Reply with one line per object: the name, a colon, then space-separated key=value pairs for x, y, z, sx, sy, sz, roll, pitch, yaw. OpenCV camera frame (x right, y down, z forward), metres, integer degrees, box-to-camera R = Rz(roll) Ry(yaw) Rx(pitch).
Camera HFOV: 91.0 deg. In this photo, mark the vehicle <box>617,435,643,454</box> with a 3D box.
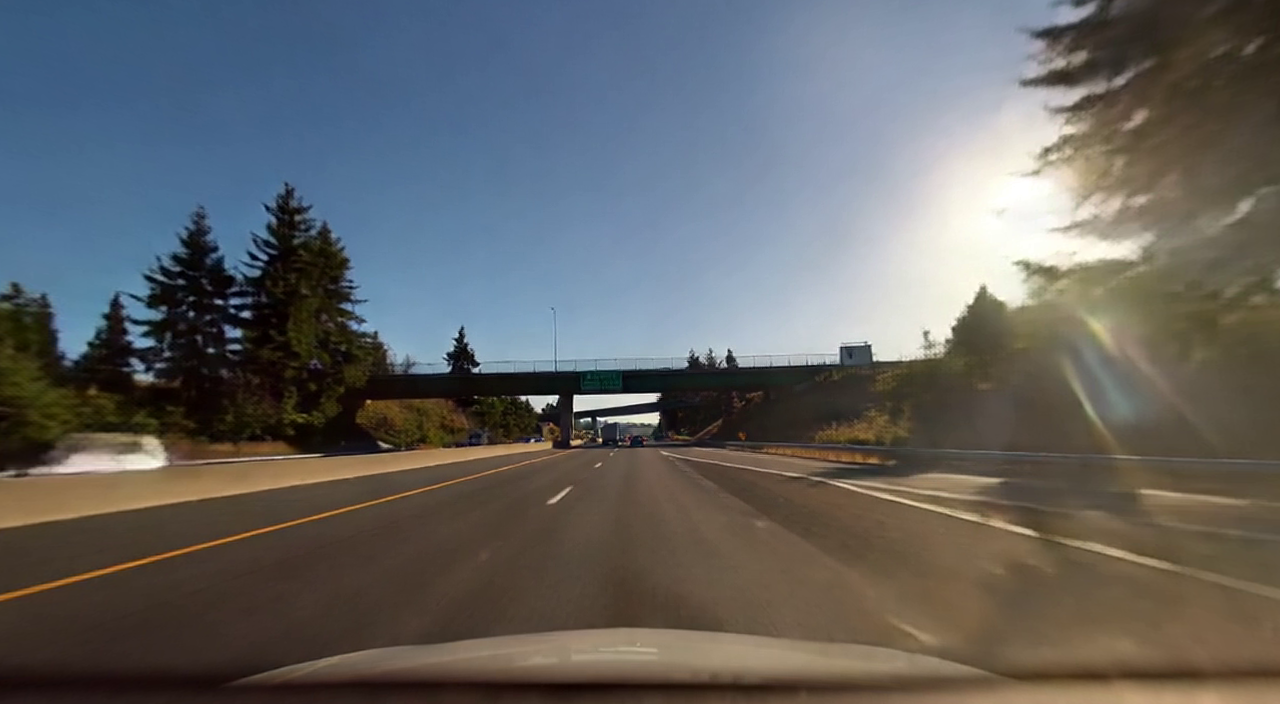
vehicle: x=-0.853 y=7.294 z=49.556 sx=1.952 sy=1.438 sz=3.702 roll=0 pitch=-8 yaw=-3
